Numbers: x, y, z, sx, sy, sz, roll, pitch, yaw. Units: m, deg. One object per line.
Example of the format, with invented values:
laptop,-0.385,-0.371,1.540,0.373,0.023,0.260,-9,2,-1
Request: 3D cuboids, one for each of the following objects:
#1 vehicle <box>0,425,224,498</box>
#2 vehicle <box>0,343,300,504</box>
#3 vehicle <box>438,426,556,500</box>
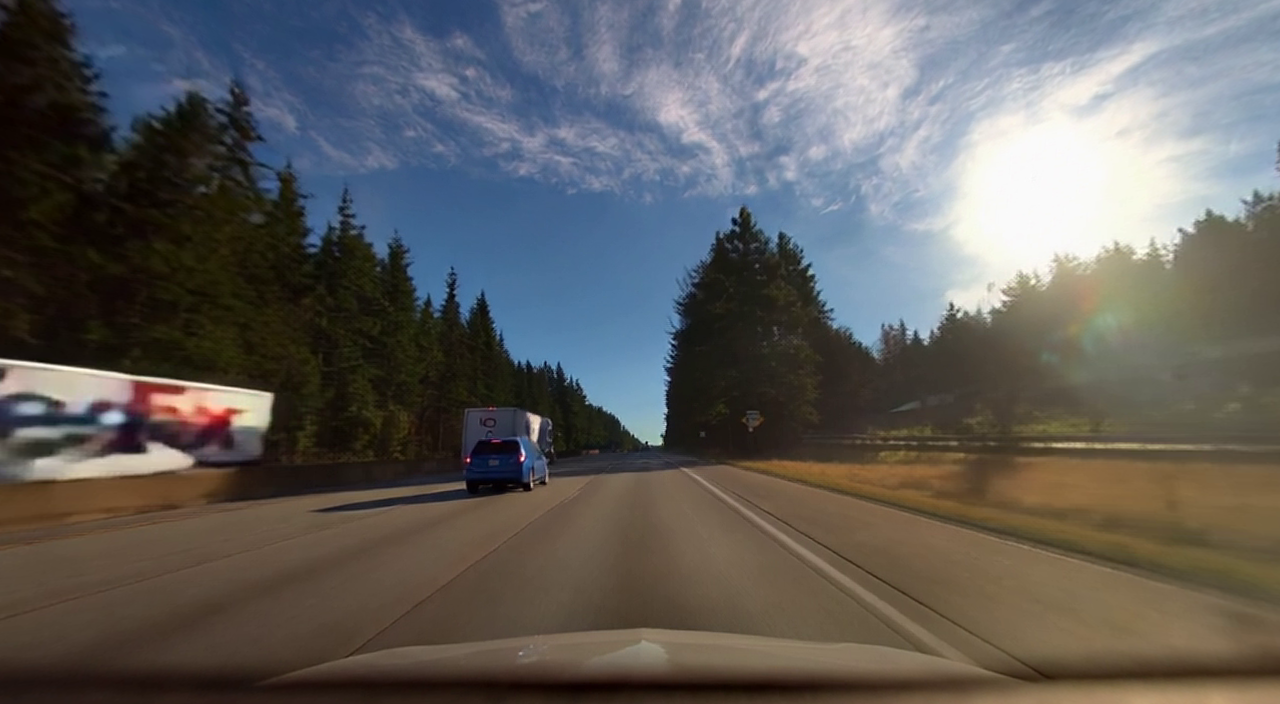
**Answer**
vehicle,-13.865,2.835,16.788,1.975,1.630,5.130,0,-8,0
vehicle,-17.914,2.637,21.697,2.945,4.100,16.364,0,-8,1
vehicle,-3.726,2.976,17.296,2.084,1.752,4.479,0,-8,1
